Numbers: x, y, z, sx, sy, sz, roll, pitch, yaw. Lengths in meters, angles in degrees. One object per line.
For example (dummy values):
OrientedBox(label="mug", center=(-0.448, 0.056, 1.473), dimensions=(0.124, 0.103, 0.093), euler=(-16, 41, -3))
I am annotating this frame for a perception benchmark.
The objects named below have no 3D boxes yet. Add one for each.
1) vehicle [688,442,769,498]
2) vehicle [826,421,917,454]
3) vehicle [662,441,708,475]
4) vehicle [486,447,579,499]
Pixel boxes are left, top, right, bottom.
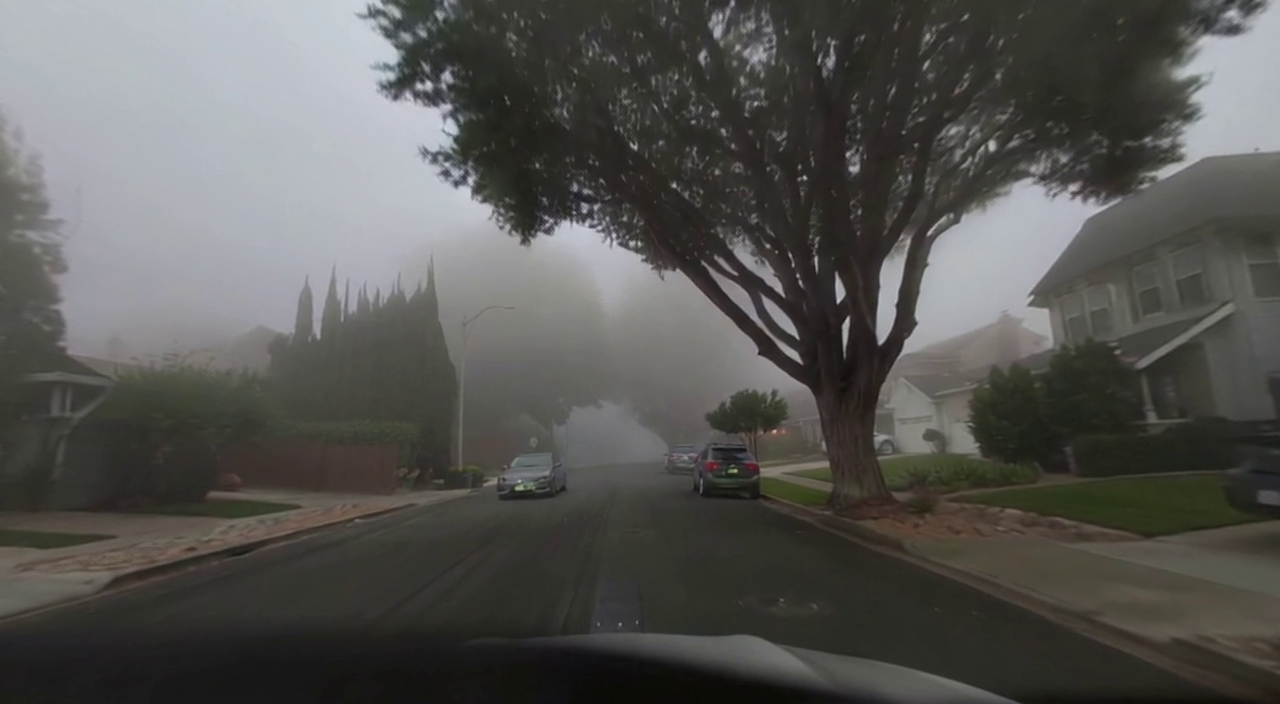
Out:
OrientedBox(label="vehicle", center=(2.832, 3.884, 21.277), dimensions=(2.079, 1.651, 4.783), euler=(0, -9, 1))
OrientedBox(label="vehicle", center=(12.905, 4.779, 35.476), dimensions=(4.310, 1.805, 2.289), euler=(-1, -7, 5))
OrientedBox(label="vehicle", center=(2.678, 6.514, 38.945), dimensions=(2.350, 1.912, 5.696), euler=(0, -9, -1))
OrientedBox(label="vehicle", center=(-3.384, 3.931, 20.995), dimensions=(2.104, 1.497, 4.781), euler=(0, -9, 2))
